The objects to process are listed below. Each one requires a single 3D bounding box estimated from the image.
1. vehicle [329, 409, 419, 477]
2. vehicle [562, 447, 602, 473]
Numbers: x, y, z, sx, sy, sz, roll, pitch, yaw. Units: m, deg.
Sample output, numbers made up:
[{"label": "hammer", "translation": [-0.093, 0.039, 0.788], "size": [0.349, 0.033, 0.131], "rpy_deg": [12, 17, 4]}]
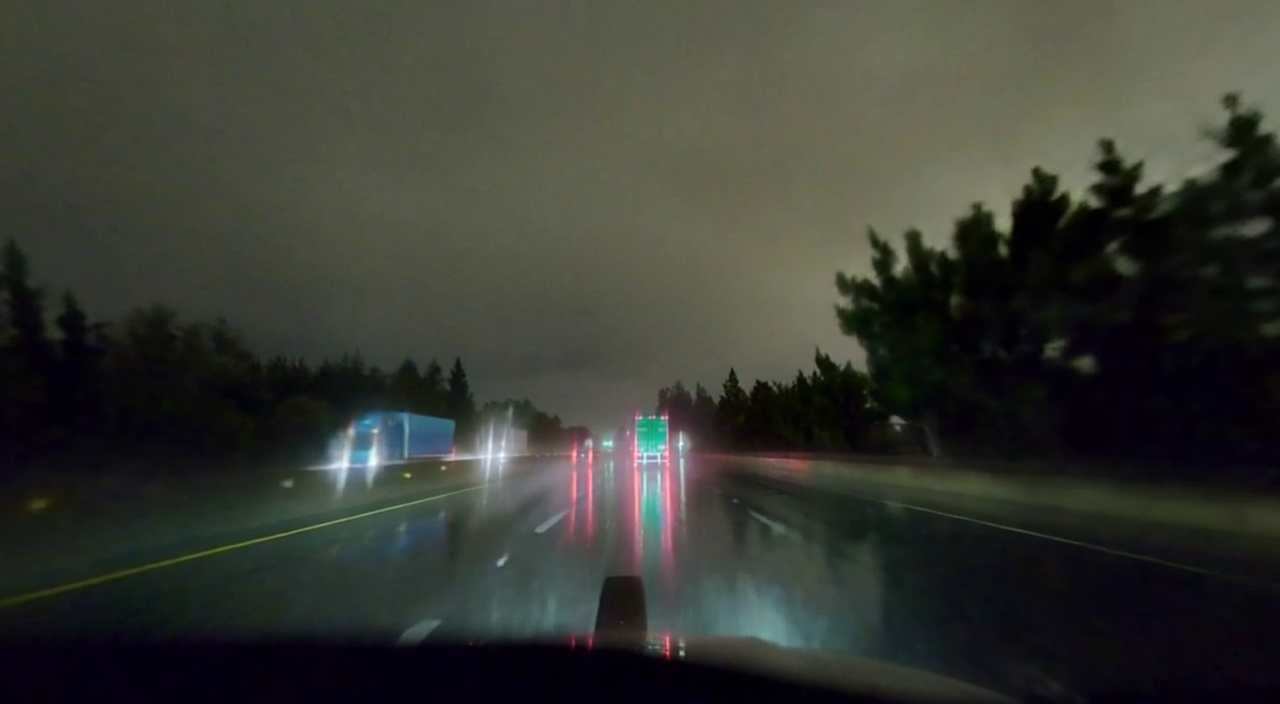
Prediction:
[{"label": "vehicle", "translation": [-16.428, 5.718, 39.463], "size": [2.942, 3.882, 5.832], "rpy_deg": [-1, -9, 1]}, {"label": "vehicle", "translation": [-3.400, 6.390, 37.478], "size": [1.955, 1.438, 4.100], "rpy_deg": [0, -9, 0]}]
